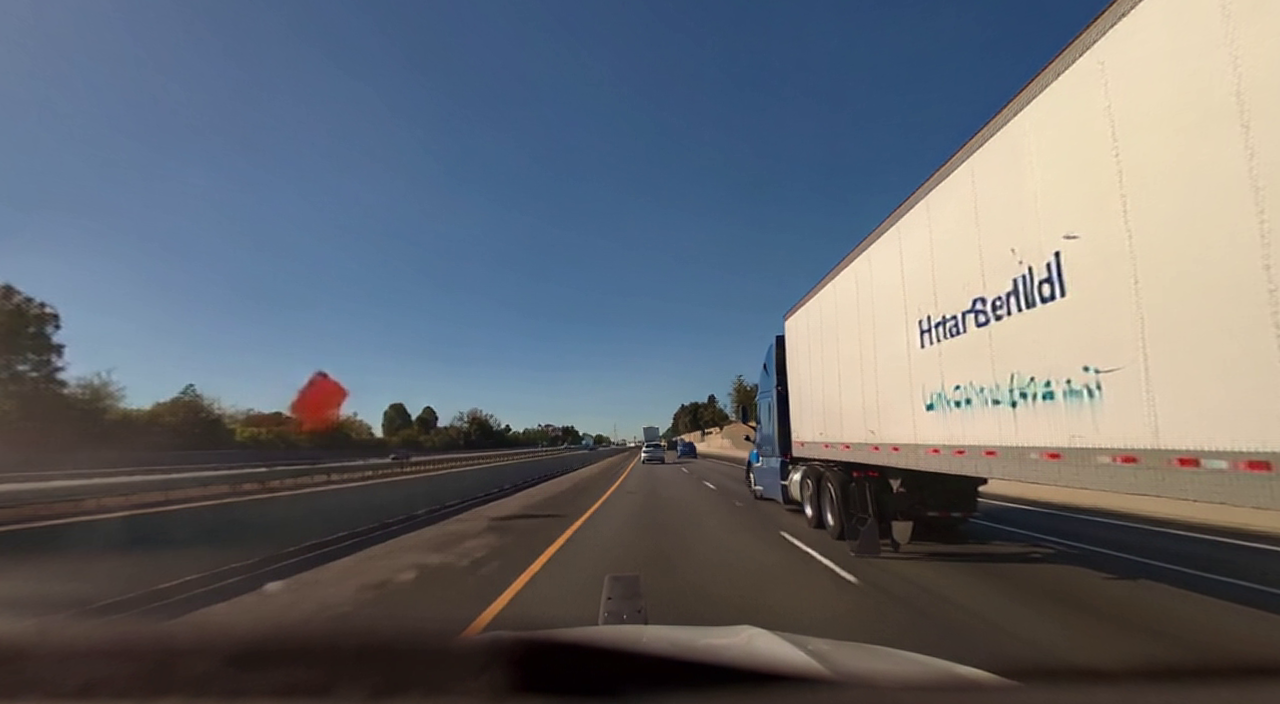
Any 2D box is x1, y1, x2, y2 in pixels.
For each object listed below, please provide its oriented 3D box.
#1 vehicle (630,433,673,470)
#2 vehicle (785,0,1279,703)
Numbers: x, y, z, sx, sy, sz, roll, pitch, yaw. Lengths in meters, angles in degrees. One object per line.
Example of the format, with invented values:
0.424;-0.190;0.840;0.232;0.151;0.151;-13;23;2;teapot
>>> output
0.610;5.407;34.512;2.205;1.860;4.301;-1;-8;1;vehicle
4.004;-0.286;3.142;3.019;4.145;16.453;-1;-8;1;vehicle
